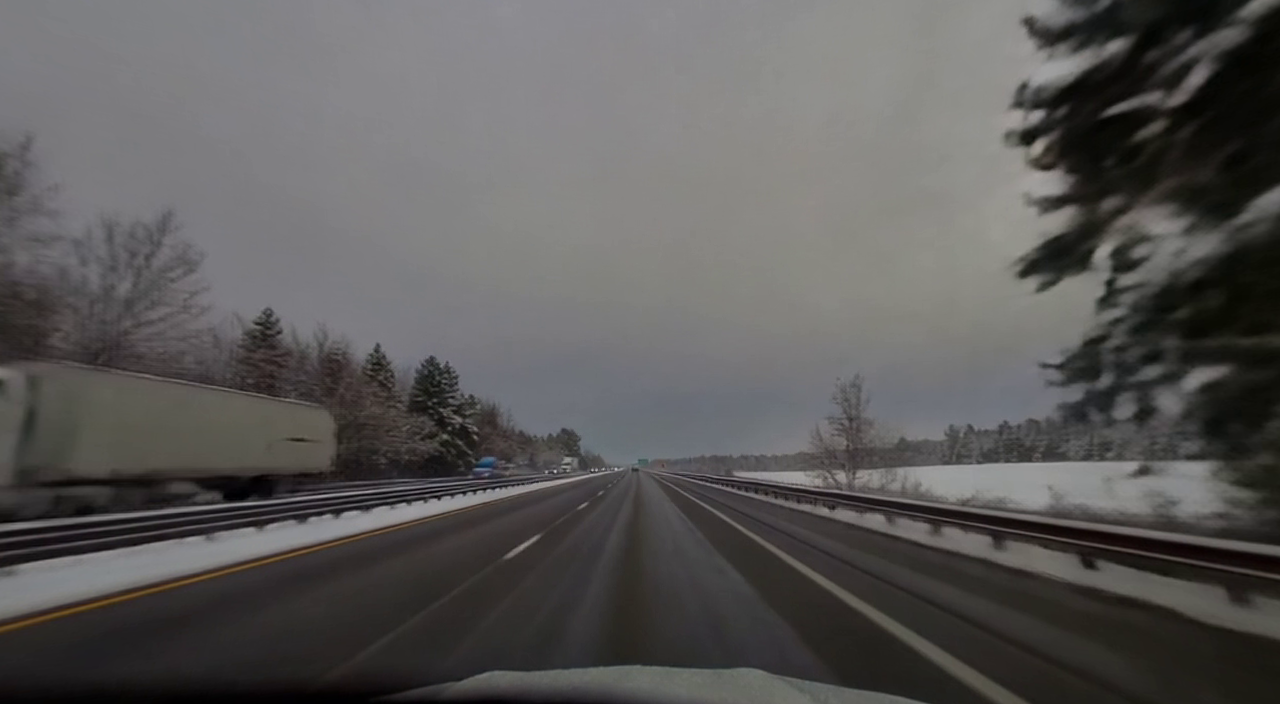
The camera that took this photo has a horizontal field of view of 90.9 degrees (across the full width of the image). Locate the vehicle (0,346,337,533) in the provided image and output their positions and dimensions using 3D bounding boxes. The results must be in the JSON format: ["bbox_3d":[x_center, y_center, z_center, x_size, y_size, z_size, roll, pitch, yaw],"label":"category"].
[{"bbox_3d":[-16.007,3.281,21.364,3.208,4.122,16.588,1,-10,0],"label":"vehicle"}]
